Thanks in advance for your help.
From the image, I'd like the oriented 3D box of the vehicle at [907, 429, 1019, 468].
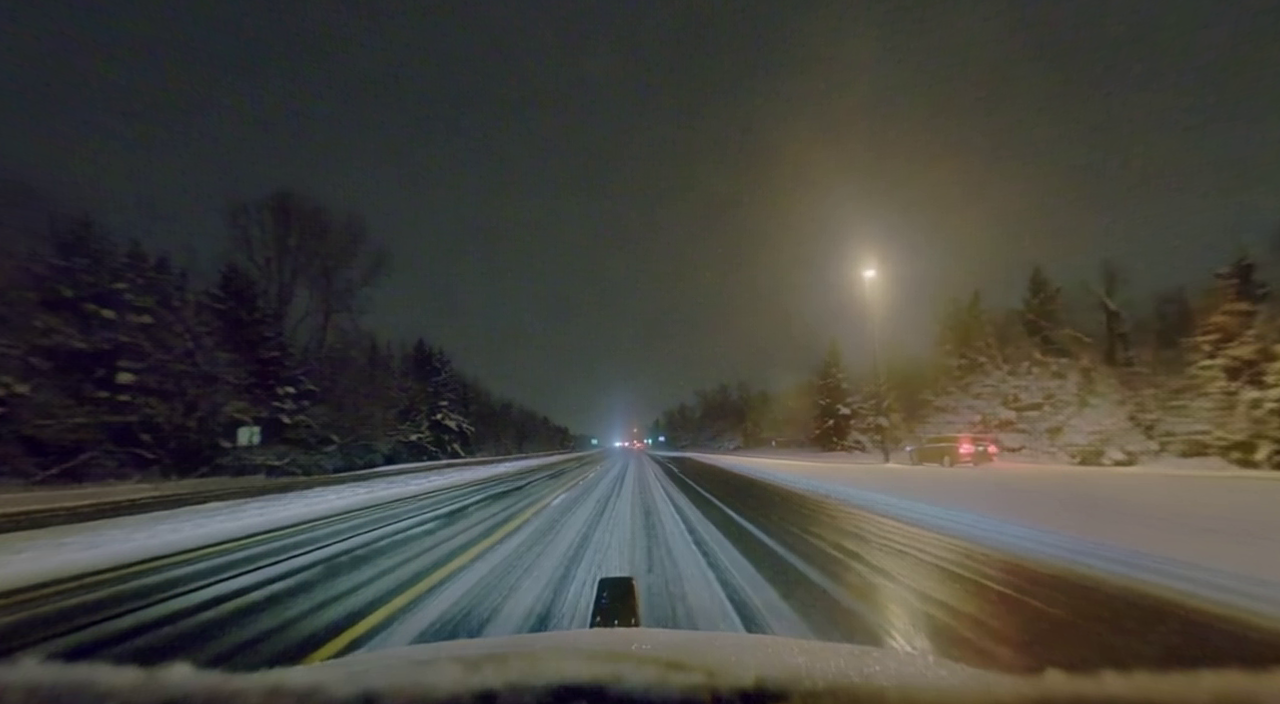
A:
[{"bbox_3d":[17.734,5.324,34.917,2.328,1.916,5.227,2,-9,-20],"label":"vehicle"}]
